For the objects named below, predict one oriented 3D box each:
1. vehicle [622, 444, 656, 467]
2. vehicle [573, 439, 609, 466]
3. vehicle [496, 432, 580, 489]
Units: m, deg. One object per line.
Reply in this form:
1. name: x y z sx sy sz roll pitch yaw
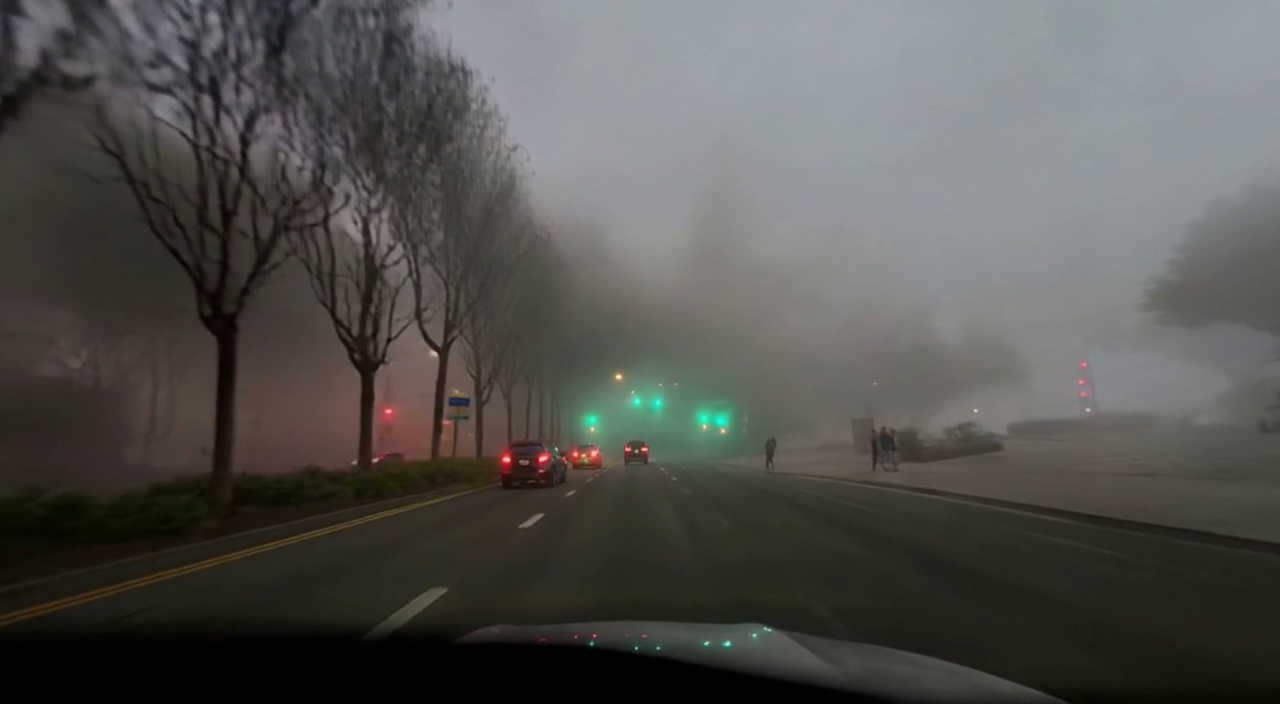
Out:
1. vehicle: -0.064 6.711 41.086 2.095 1.438 3.843 0 -9 0
2. vehicle: -3.451 7.174 45.175 2.152 1.802 4.628 0 -9 0
3. vehicle: -3.340 3.679 21.633 2.116 1.725 4.315 0 -9 1
